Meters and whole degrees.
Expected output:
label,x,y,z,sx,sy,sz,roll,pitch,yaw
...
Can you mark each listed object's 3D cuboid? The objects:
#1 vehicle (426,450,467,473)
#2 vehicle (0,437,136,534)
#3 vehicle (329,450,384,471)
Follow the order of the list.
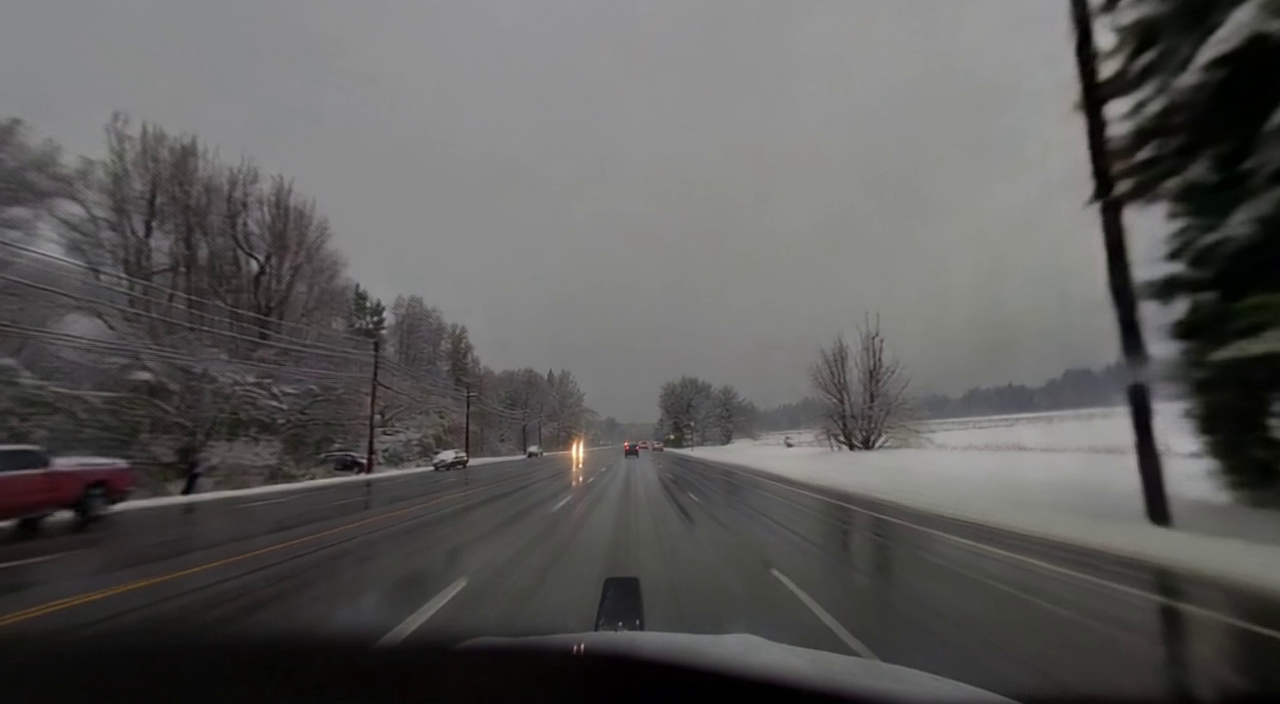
label,x,y,z,sx,sy,sz,roll,pitch,yaw
vehicle,-14.834,8.384,48.629,1.896,1.486,4.285,-4,-8,-2
vehicle,-14.336,2.907,13.694,2.251,1.972,5.672,-3,-8,-1
vehicle,-21.584,8.282,48.375,1.916,1.482,4.789,0,-9,1
